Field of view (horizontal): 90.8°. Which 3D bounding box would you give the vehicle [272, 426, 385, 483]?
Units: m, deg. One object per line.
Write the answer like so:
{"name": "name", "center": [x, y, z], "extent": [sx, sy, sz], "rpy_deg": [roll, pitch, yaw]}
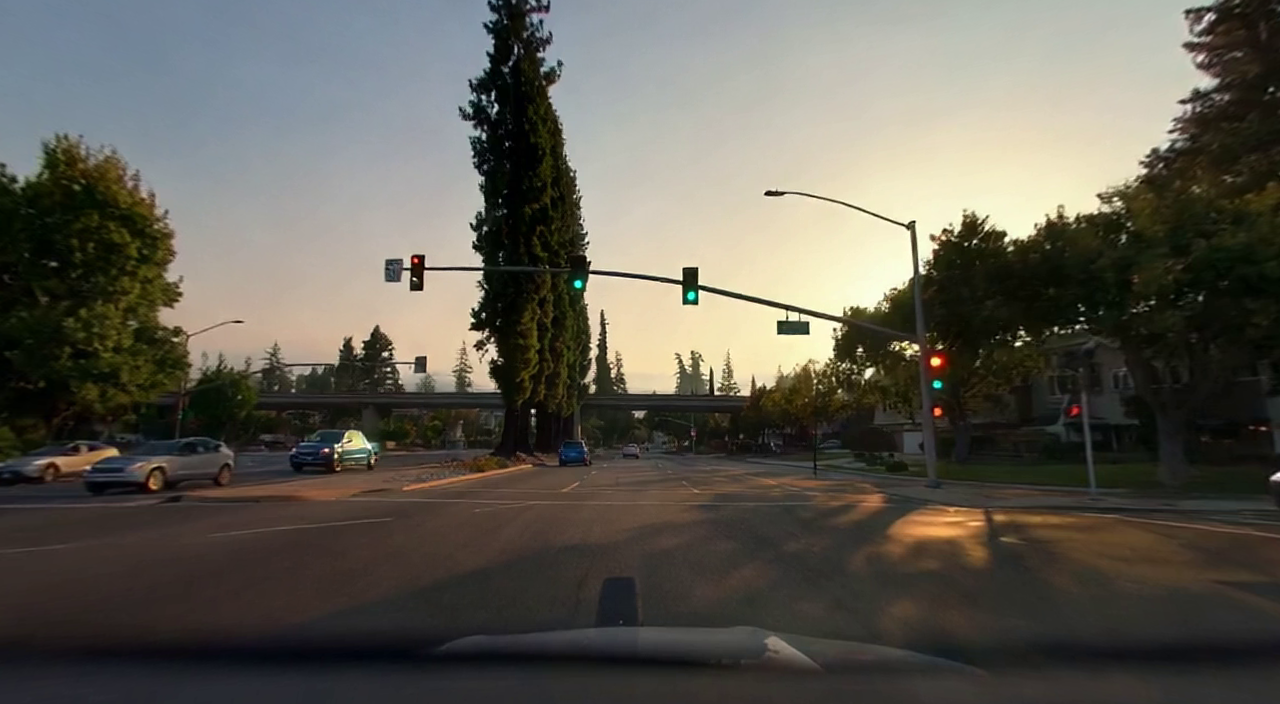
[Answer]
{"name": "vehicle", "center": [-12.786, 4.224, 26.410], "extent": [2.268, 2.038, 5.024], "rpy_deg": [-2, -8, -1]}

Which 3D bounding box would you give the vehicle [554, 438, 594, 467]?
{"name": "vehicle", "center": [-4.044, 6.256, 39.476], "extent": [2.042, 1.686, 4.372], "rpy_deg": [0, -9, 0]}

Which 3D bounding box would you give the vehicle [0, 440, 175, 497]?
{"name": "vehicle", "center": [-16.227, 3.395, 18.810], "extent": [1.798, 1.504, 3.803], "rpy_deg": [0, -9, 0]}
